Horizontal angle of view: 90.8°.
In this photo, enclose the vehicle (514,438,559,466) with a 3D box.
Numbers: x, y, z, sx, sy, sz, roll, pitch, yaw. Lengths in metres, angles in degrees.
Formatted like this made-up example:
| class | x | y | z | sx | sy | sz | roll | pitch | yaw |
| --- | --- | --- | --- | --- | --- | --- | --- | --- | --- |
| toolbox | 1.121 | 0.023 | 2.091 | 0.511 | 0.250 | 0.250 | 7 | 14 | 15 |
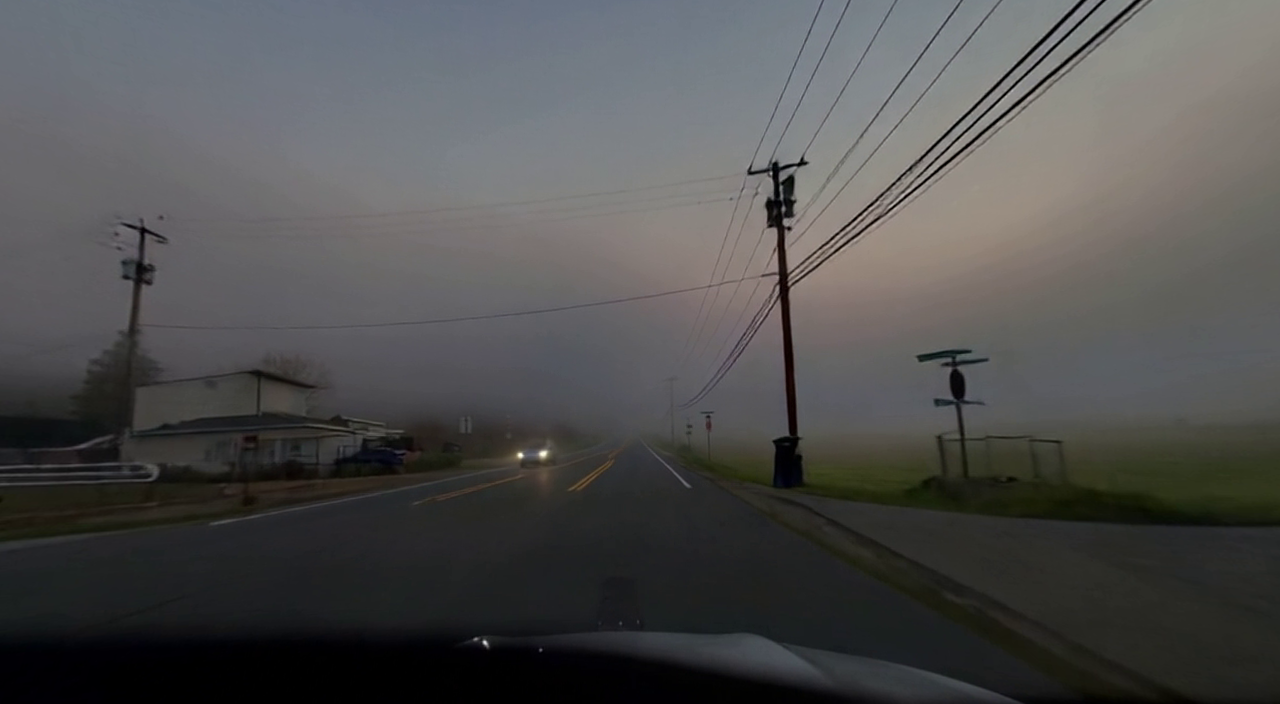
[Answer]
| class | x | y | z | sx | sy | sz | roll | pitch | yaw |
| --- | --- | --- | --- | --- | --- | --- | --- | --- | --- |
| vehicle | -6.616 | 6.454 | 40.940 | 2.113 | 1.710 | 4.438 | 0 | -8 | 1 |
